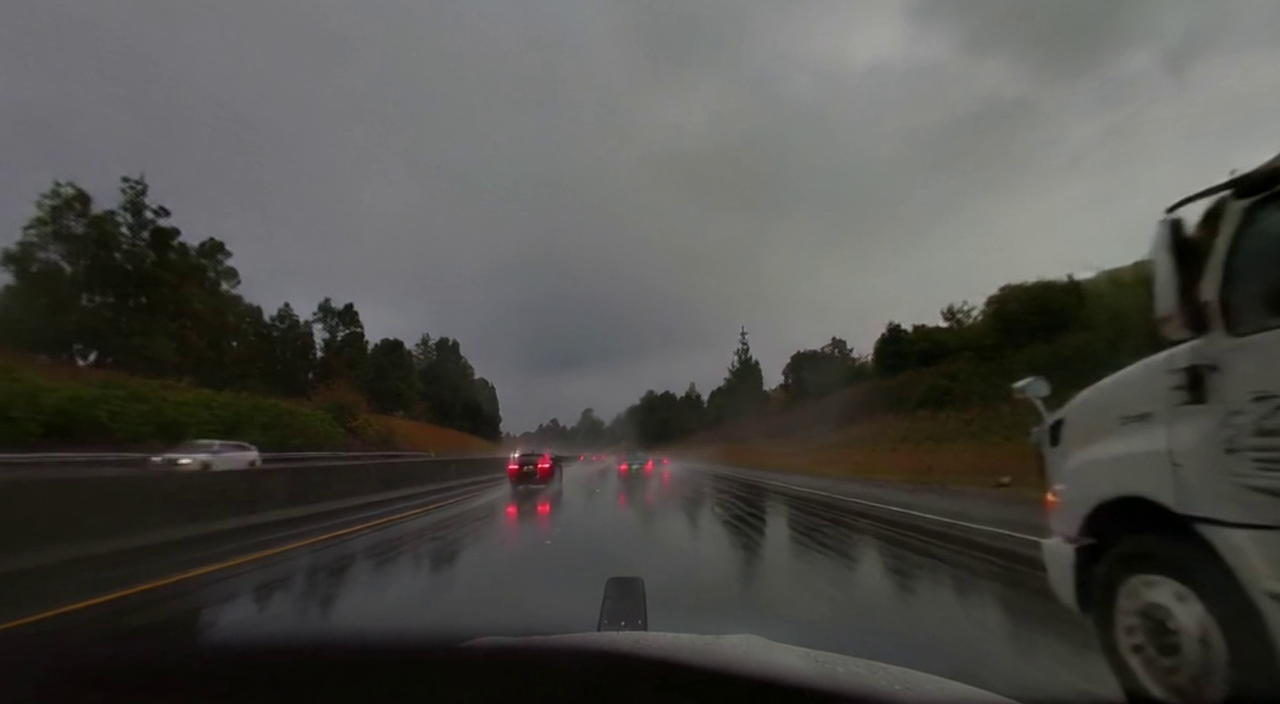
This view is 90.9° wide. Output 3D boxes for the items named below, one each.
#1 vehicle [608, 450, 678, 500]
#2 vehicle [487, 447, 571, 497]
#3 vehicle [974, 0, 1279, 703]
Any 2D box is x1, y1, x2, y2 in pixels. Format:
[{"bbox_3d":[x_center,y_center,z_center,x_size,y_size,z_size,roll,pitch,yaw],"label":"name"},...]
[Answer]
[{"bbox_3d":[0.072,3.880,20.297,2.023,1.400,4.028,0,-9,0],"label":"vehicle"},{"bbox_3d":[-3.790,4.172,22.336,2.153,1.581,4.375,0,-9,0],"label":"vehicle"},{"bbox_3d":[4.305,-0.275,1.718,3.017,3.953,6.582,0,-9,0],"label":"vehicle"}]
